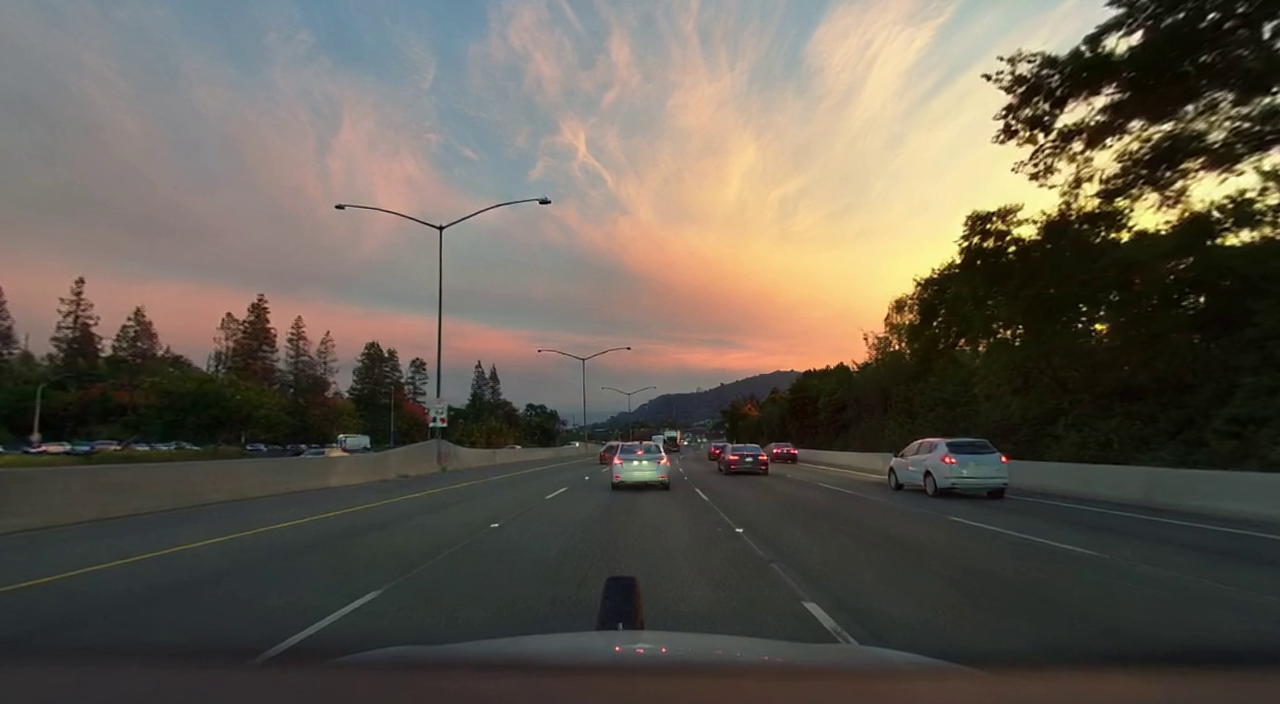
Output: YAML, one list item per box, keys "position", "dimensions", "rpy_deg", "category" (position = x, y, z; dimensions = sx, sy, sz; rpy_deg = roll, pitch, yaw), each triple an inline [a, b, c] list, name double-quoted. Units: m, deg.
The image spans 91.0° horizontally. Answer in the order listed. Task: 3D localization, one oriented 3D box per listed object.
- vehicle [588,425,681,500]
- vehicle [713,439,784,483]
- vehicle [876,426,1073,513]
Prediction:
- position: [-0.077, 2.892, 16.808]
  dimensions: [2.181, 1.728, 3.970]
  rpy_deg: [0, -9, 1]
  category: "vehicle"
- position: [4.036, 4.141, 24.203]
  dimensions: [1.999, 1.514, 4.338]
  rpy_deg: [0, -9, 1]
  category: "vehicle"
- position: [7.408, 2.650, 14.684]
  dimensions: [2.028, 1.657, 4.823]
  rpy_deg: [0, -9, 1]
  category: "vehicle"
